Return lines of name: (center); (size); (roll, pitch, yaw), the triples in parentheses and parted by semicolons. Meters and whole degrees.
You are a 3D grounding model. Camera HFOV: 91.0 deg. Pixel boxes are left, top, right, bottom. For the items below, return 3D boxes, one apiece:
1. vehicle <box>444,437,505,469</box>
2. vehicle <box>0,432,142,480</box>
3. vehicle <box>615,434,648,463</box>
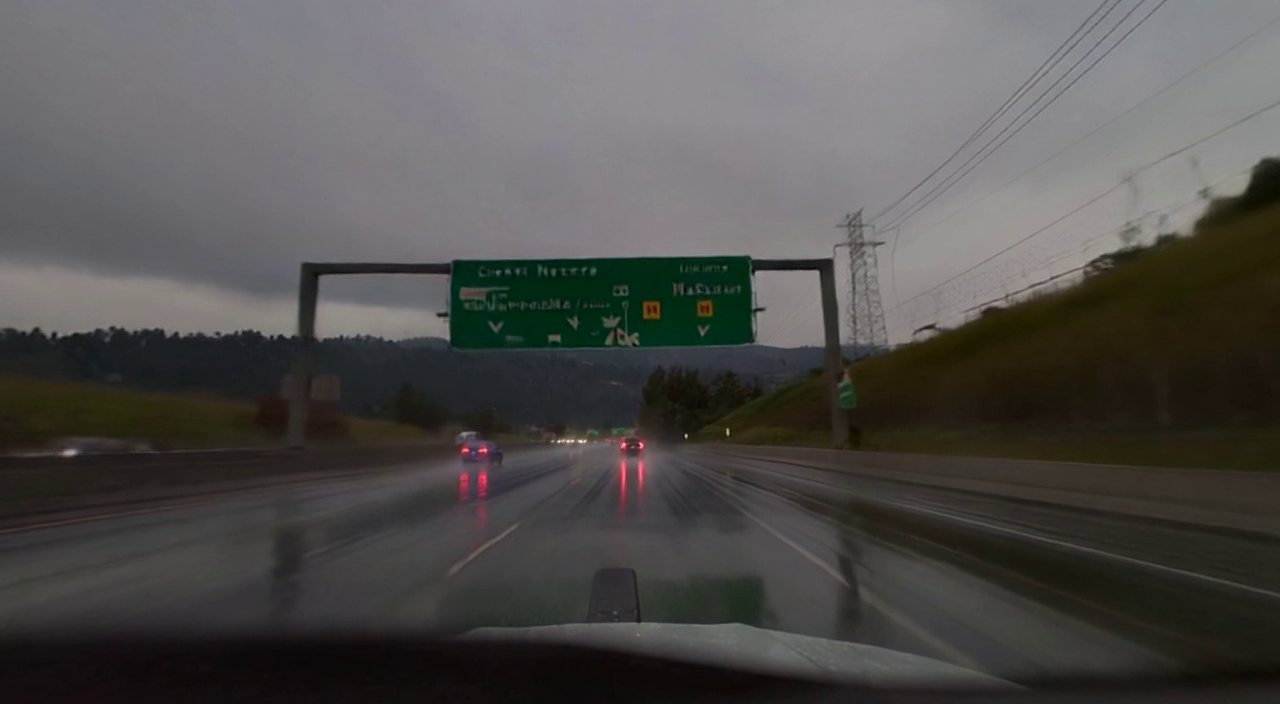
vehicle: (-8.488, 5.215, 32.735); (2.047, 1.486, 4.306); (0, -8, 0)
vehicle: (-20.065, 3.570, 21.827); (1.896, 1.464, 4.522); (0, -8, -1)
vehicle: (-0.539, 6.247, 40.896); (2.040, 1.715, 3.906); (0, -8, -1)
